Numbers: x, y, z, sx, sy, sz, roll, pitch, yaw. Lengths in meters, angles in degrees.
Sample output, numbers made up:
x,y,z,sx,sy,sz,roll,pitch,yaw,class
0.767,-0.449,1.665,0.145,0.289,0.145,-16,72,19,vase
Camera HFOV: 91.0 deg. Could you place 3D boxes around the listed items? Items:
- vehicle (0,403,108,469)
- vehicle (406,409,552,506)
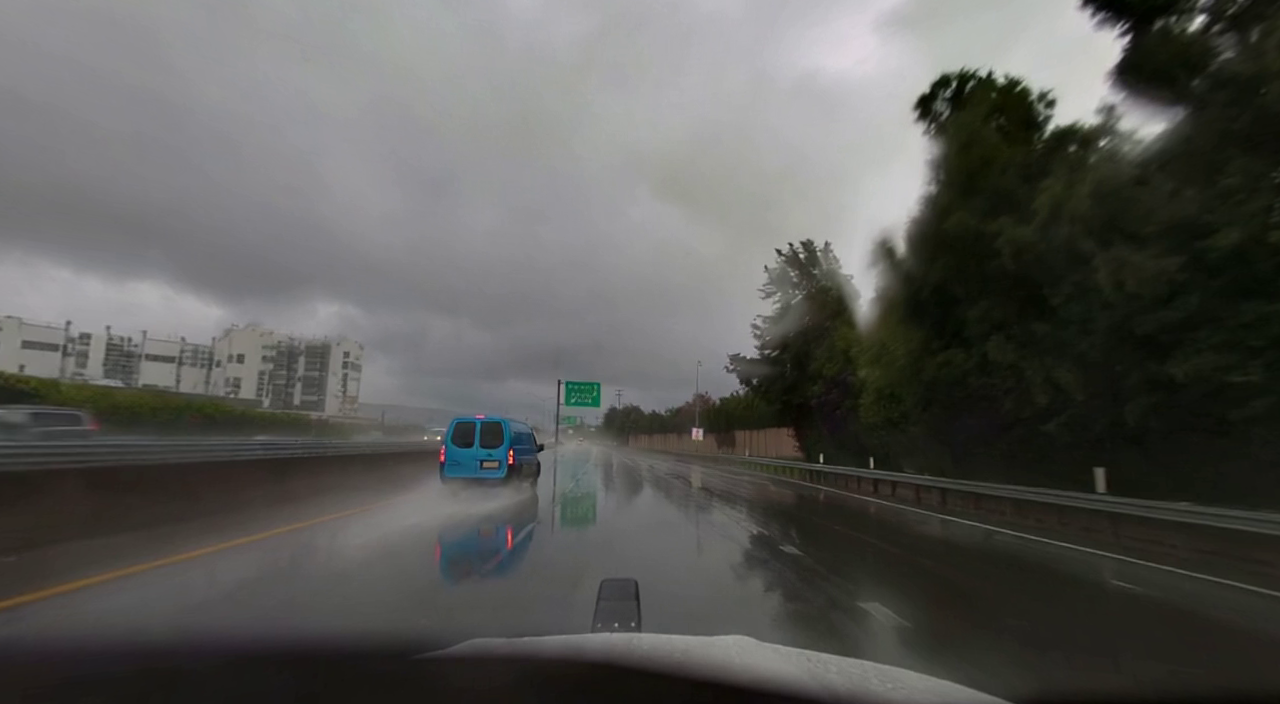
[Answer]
x,y,z,sx,sy,sz,roll,pitch,yaw,class
-15.355,2.046,15.209,1.685,1.464,3.855,0,-8,-2,vehicle
-3.534,2.433,14.920,2.260,1.901,4.665,0,-8,0,vehicle
